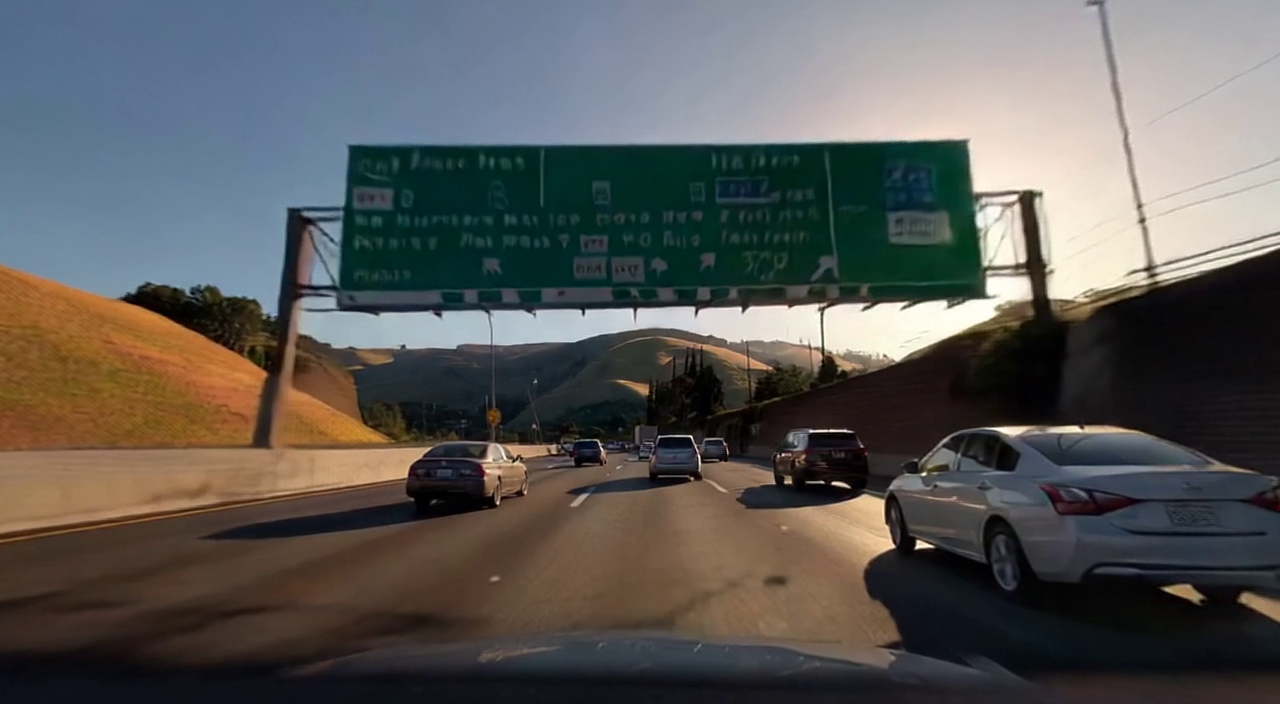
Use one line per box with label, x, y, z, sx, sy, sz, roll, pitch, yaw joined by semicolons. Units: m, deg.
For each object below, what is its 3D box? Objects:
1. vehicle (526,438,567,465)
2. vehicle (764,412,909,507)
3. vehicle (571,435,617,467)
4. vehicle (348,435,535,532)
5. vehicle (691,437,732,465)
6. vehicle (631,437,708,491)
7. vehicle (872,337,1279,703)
vehicle;-6.485;6.930;44.263;2.055;1.751;4.825;0;-8;2
vehicle;4.389;2.489;14.991;1.970;1.872;4.575;0;-8;0
vehicle;-2.642;5.850;37.519;2.154;1.793;4.736;0;-8;2
vehicle;-3.379;2.308;11.791;1.961;1.456;4.362;0;-8;2
vehicle;4.016;5.643;36.167;1.855;1.513;3.915;0;-8;0
vehicle;0.773;3.362;19.374;2.105;1.471;3.978;0;-8;-1
vehicle;3.771;1.133;5.381;1.930;1.831;4.344;0;-8;0
